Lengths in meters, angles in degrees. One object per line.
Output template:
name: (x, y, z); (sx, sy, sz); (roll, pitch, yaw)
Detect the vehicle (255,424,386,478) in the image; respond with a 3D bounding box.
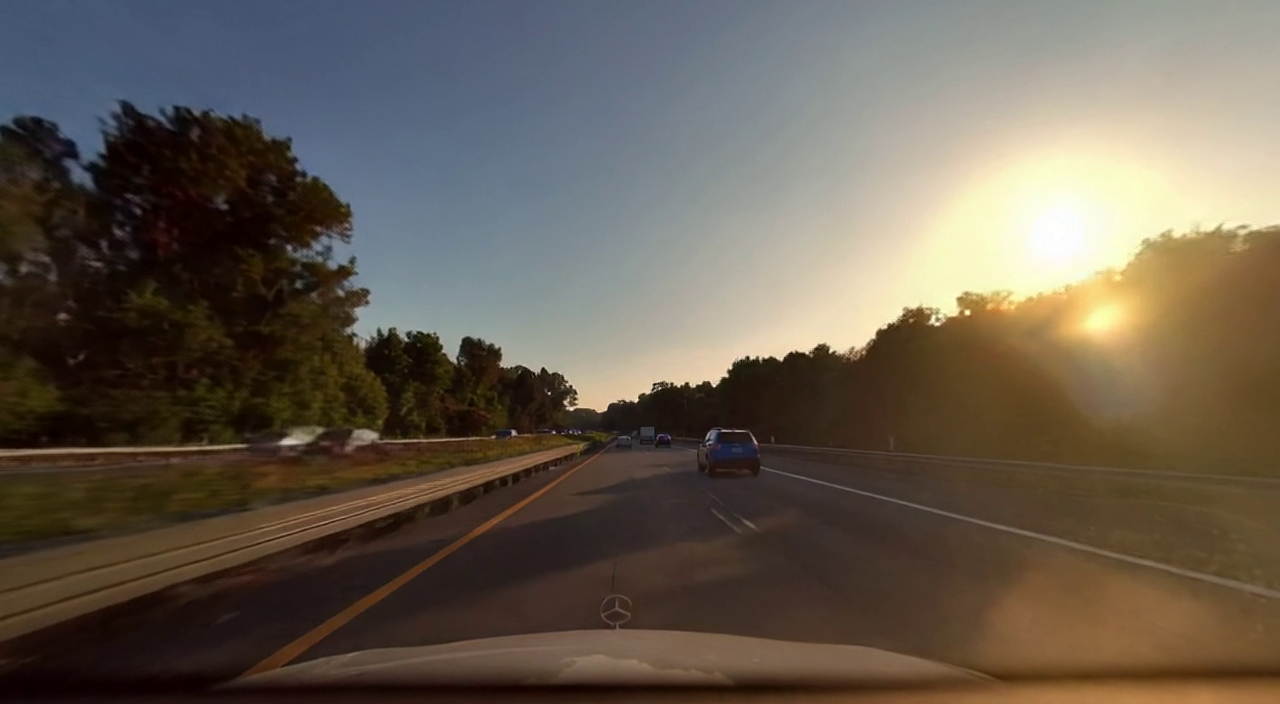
vehicle: (-9.251, 2.880, 18.673); (1.852, 1.421, 3.905); (0, -8, -1)

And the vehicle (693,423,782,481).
vehicle: (3.053, 3.233, 20.776); (2.085, 1.681, 4.436); (0, -8, -2)

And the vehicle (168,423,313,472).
vehicle: (-13.496, 3.241, 21.731); (1.963, 1.492, 4.664); (0, -8, -1)
